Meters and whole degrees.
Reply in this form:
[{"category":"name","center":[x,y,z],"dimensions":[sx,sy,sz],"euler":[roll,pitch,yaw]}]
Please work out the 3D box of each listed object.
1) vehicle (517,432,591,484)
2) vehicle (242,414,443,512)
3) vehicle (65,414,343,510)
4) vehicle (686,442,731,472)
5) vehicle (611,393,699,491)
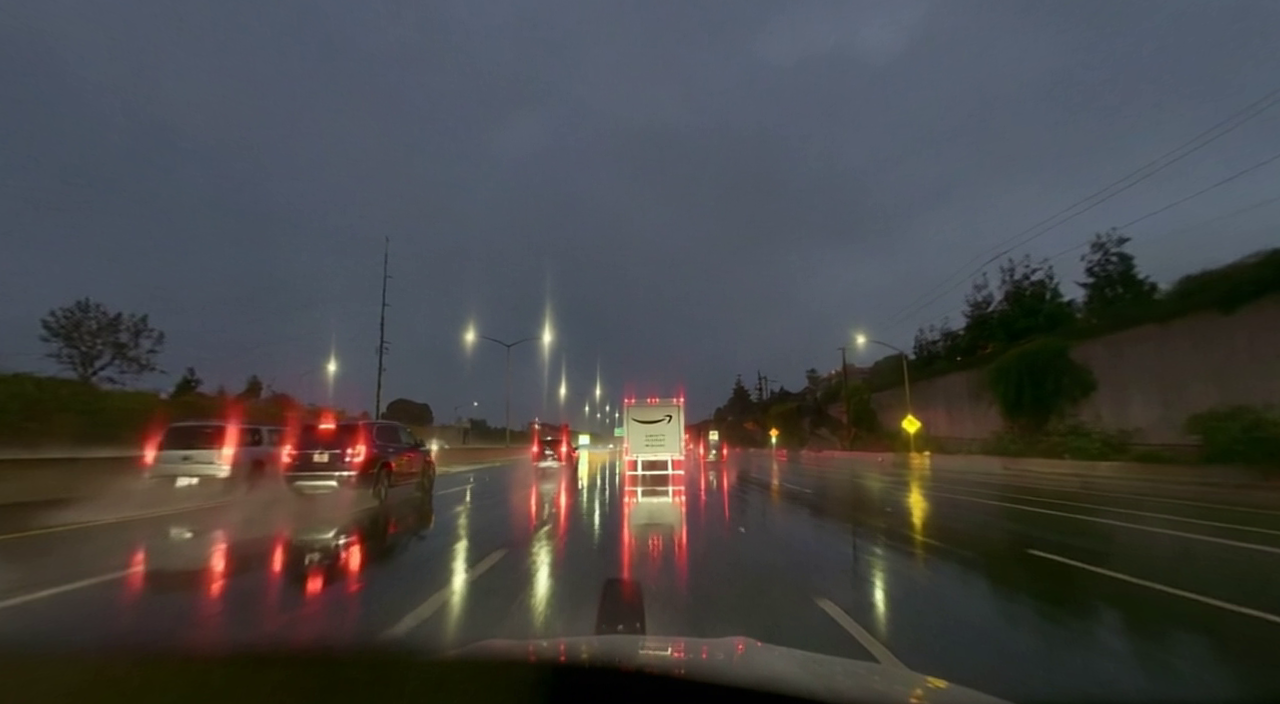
[{"category":"vehicle","center":[-3.038,3.861,23.197],"dimensions":[2.095,1.688,4.188],"euler":[0,-9,1]},{"category":"vehicle","center":[-6.492,2.502,14.633],"dimensions":[2.101,1.858,5.071],"euler":[0,-9,1]},{"category":"vehicle","center":[-10.108,2.645,15.628],"dimensions":[2.454,1.857,6.221],"euler":[0,-9,0]},{"category":"vehicle","center":[3.648,5.648,34.201],"dimensions":[1.970,1.499,4.491],"euler":[0,-9,0]},{"category":"vehicle","center":[0.400,2.982,20.827],"dimensions":[2.456,2.705,6.251],"euler":[0,-9,0]}]
